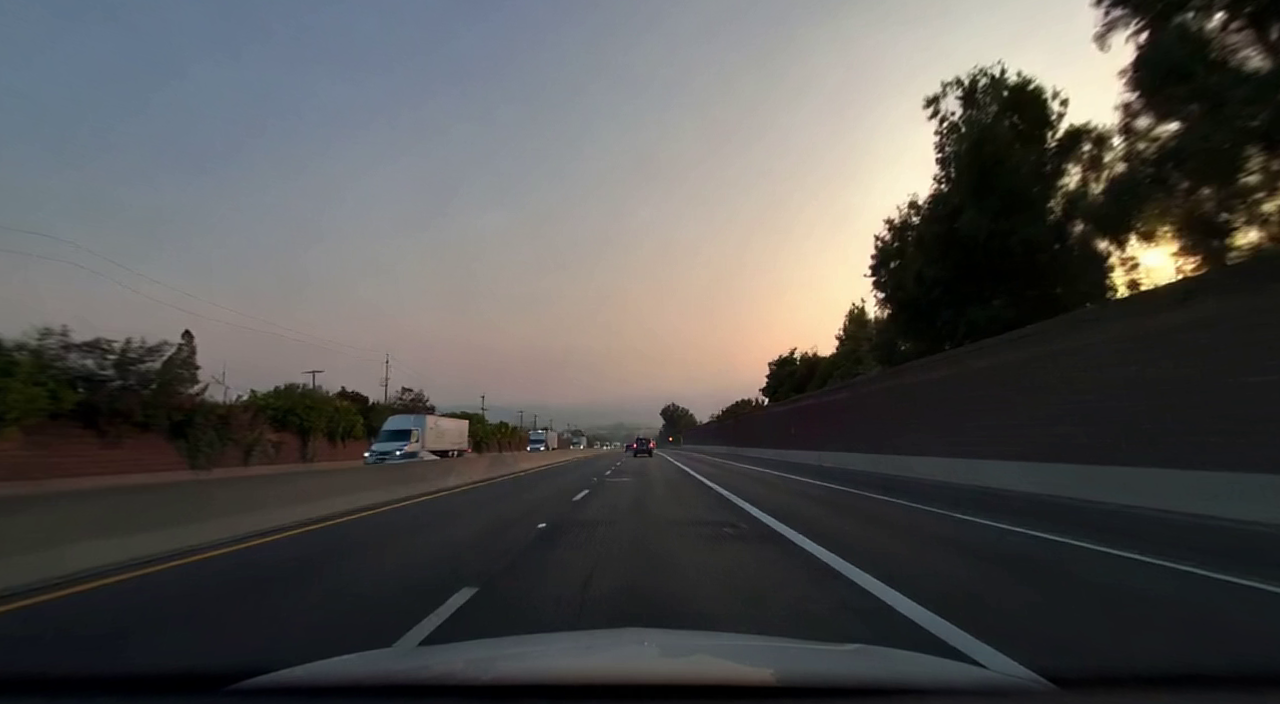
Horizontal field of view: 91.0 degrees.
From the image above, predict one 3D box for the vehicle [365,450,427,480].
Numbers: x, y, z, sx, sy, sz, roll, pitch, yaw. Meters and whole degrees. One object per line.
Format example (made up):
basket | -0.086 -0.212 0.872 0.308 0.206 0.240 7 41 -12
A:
vehicle | -13.766 6.377 35.719 1.823 1.494 4.125 0 -8 1
